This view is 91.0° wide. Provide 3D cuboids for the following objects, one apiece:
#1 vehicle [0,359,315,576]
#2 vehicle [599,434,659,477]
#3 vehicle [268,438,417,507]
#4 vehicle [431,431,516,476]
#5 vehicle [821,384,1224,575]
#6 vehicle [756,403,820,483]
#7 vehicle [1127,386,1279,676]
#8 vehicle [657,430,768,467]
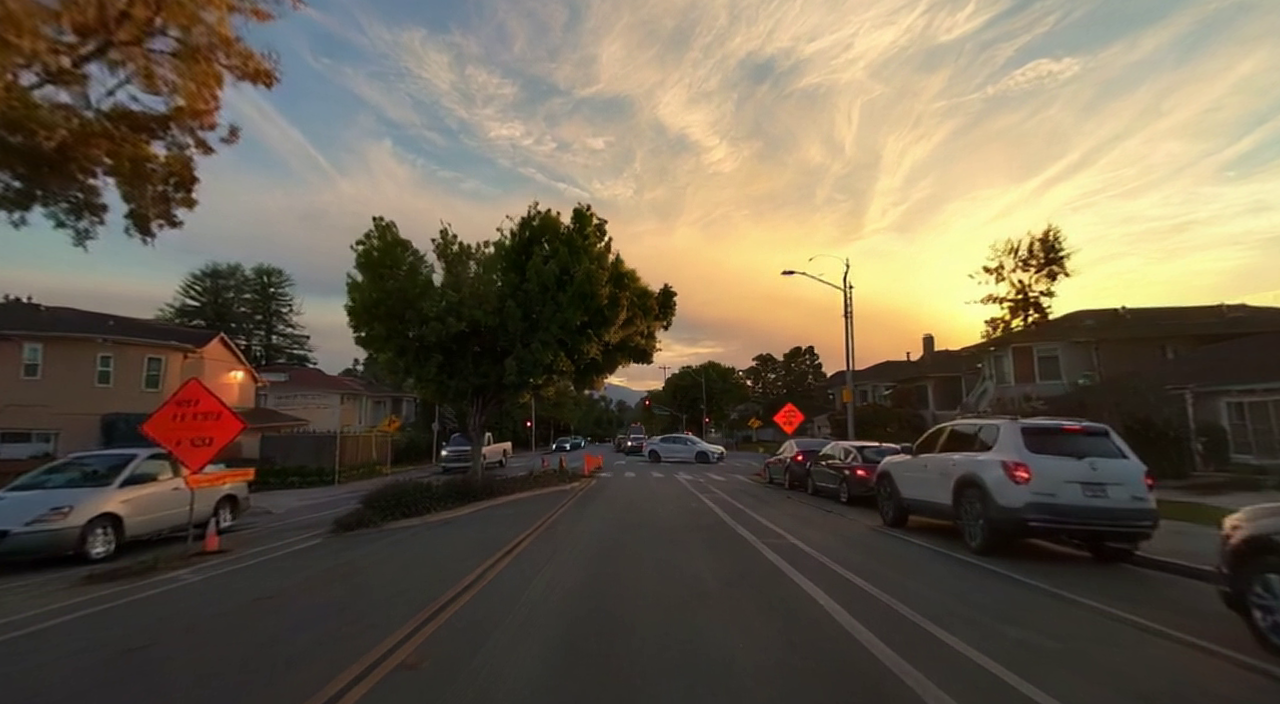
[{"bbox_3d":[-7.617,1.707,9.906,2.526,2.631,4.228,0,-8,2],"label":"vehicle"},{"bbox_3d":[-0.349,3.981,24.413,2.151,1.481,4.084,0,-8,1],"label":"vehicle"},{"bbox_3d":[-8.069,3.280,17.652,2.036,1.676,4.440,0,-8,-1],"label":"vehicle"},{"bbox_3d":[-8.262,5.129,32.066,2.659,2.047,6.014,0,-8,0],"label":"vehicle"},{"bbox_3d":[4.800,1.747,9.501,2.279,1.946,5.925,0,-8,-1],"label":"vehicle"},{"bbox_3d":[5.171,3.219,22.294,1.409,2.648,2.645,0,-9,-4],"label":"vehicle"},{"bbox_3d":[4.941,0.882,2.473,2.225,1.715,4.755,0,-8,0],"label":"vehicle"},{"bbox_3d":[3.901,5.236,34.079,5.503,1.853,2.218,-4,-9,25],"label":"vehicle"}]
